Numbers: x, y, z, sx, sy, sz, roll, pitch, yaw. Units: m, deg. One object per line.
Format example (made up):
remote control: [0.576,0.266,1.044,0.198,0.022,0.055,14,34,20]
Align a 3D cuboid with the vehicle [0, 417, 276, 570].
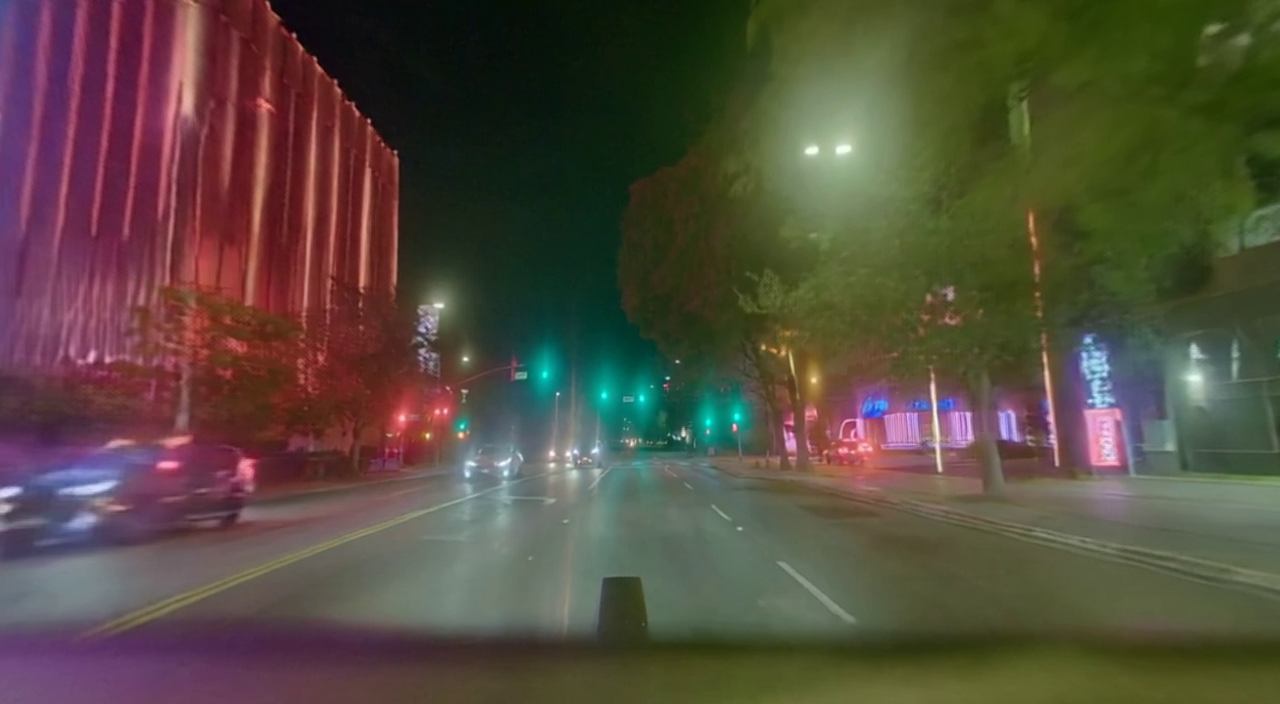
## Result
vehicle: [-8.681,2.167,10.554,2.242,1.919,4.922,0,-8,-1]

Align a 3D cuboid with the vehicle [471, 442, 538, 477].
vehicle: [-6.224,4.965,29.466,2.097,1.495,4.489,0,-8,0]
